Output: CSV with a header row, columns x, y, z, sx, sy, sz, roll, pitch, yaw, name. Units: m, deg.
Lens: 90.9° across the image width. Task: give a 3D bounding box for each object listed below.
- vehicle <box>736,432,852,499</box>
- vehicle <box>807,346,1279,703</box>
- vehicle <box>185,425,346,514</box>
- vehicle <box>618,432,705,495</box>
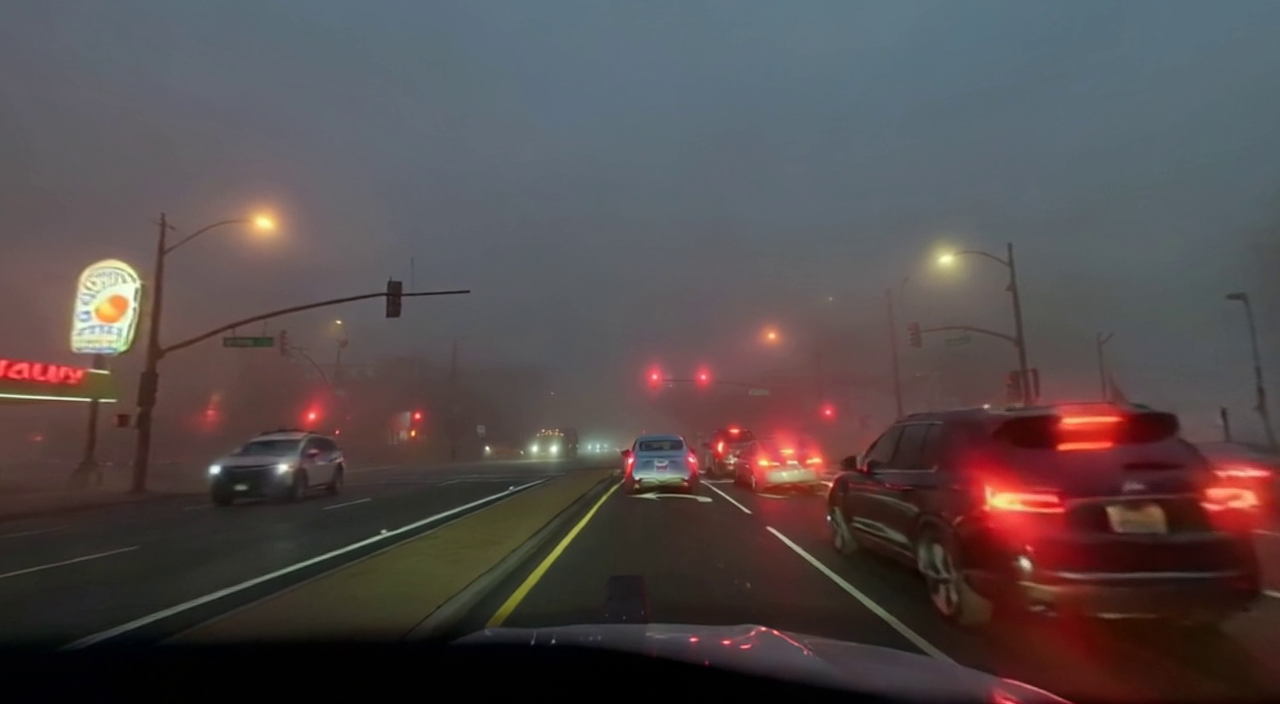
x,y,z,sx,sy,sz,roll,pitch,yaw,name
3.794,2.877,16.369,1.883,1.480,4.489,0,-8,0,vehicle
3.199,1.211,5.688,2.038,1.787,4.946,0,-8,0,vehicle
-8.651,2.716,15.122,2.106,1.751,4.554,2,-9,-15,vehicle
0.513,2.961,17.076,2.073,1.496,3.892,0,-8,0,vehicle
